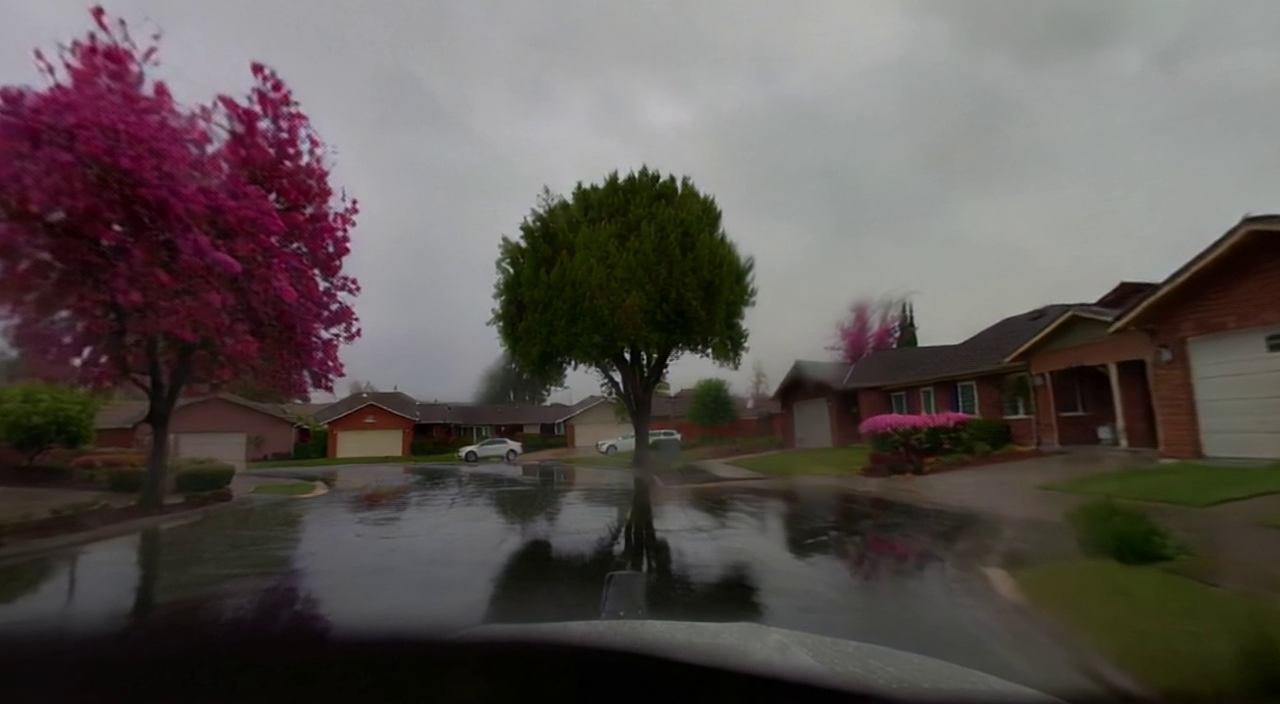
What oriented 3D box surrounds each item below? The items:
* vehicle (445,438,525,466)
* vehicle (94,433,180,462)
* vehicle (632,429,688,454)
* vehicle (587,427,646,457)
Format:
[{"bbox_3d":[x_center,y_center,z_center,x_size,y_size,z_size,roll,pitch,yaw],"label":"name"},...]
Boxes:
[{"bbox_3d":[-10.497,6.808,43.091,4.815,1.827,2.147,0,-9,1],"label":"vehicle"},{"bbox_3d":[-32.479,6.158,40.823,4.237,1.728,2.203,-2,-9,18],"label":"vehicle"},{"bbox_3d":[1.554,6.738,47.645,2.152,1.773,4.495,-6,-10,33],"label":"vehicle"},{"bbox_3d":[-1.705,6.734,47.522,2.310,1.701,4.280,-3,-2,33],"label":"vehicle"}]
